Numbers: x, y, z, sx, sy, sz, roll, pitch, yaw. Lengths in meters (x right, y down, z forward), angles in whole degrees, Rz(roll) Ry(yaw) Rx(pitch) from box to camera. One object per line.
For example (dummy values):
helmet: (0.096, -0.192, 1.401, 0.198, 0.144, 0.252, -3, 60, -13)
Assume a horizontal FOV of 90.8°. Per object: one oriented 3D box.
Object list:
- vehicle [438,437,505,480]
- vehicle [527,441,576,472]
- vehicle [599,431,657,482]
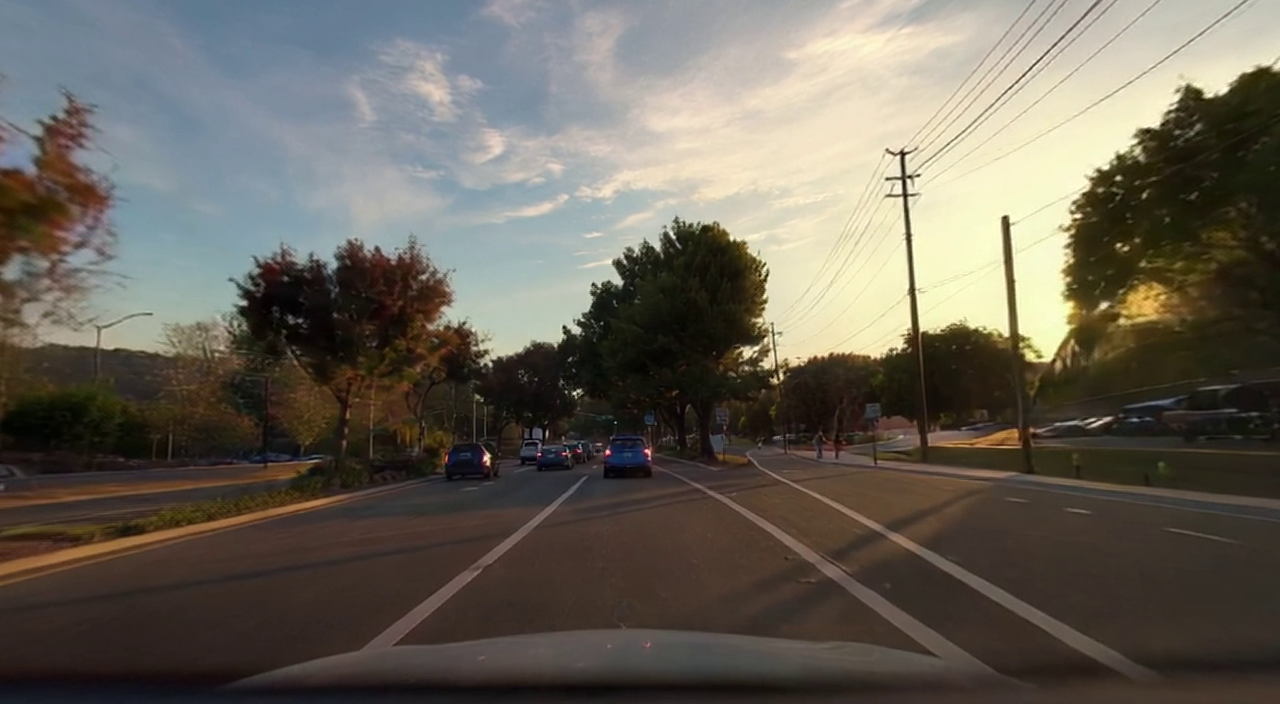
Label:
vehicle: (-6.903, 4.406, 26.353, 1.860, 1.634, 4.089, 0, -8, -3)
vehicle: (-4.571, 5.487, 33.344, 2.087, 1.485, 4.452, 0, -8, -2)
vehicle: (-0.508, 3.978, 24.283, 2.012, 1.769, 3.897, 0, -8, -2)
